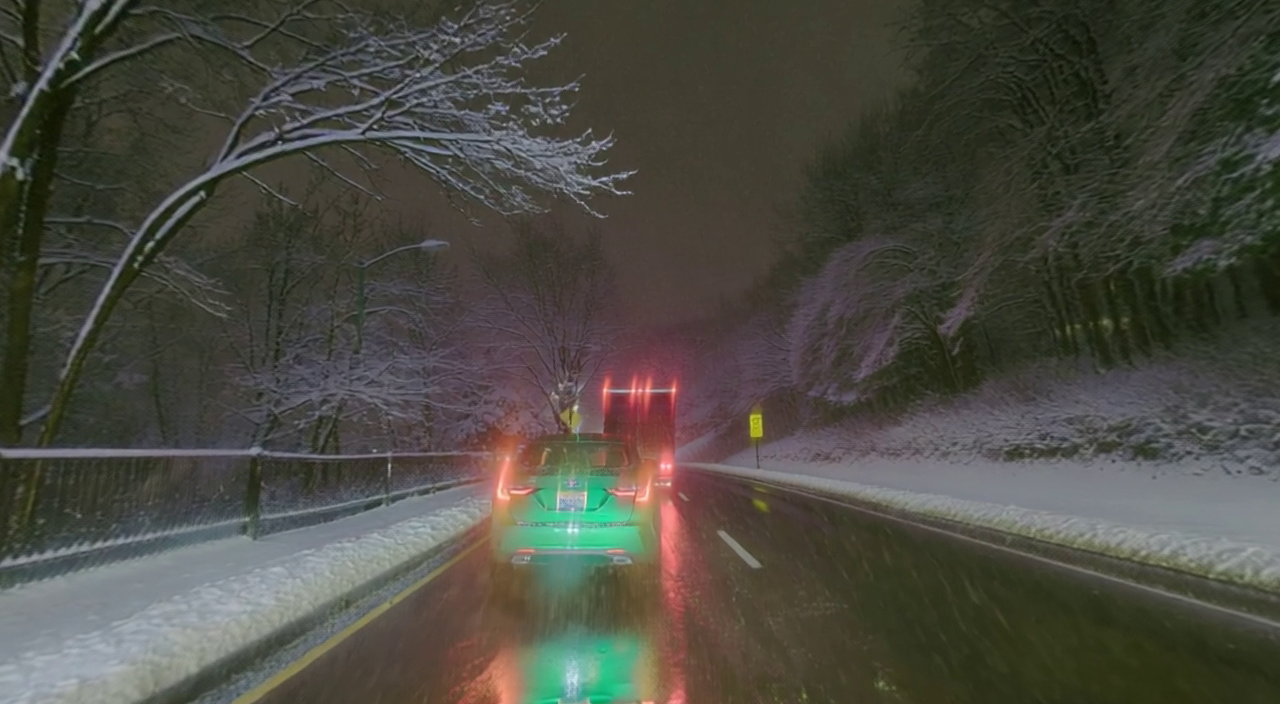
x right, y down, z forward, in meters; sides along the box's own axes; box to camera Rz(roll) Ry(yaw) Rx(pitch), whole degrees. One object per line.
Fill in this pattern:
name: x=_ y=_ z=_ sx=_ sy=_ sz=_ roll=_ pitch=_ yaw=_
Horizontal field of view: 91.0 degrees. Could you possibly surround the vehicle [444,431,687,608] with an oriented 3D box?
vehicle: x=-0.628 y=1.749 z=7.504 sx=2.076 sy=1.490 sz=4.078 roll=0 pitch=-9 yaw=0
